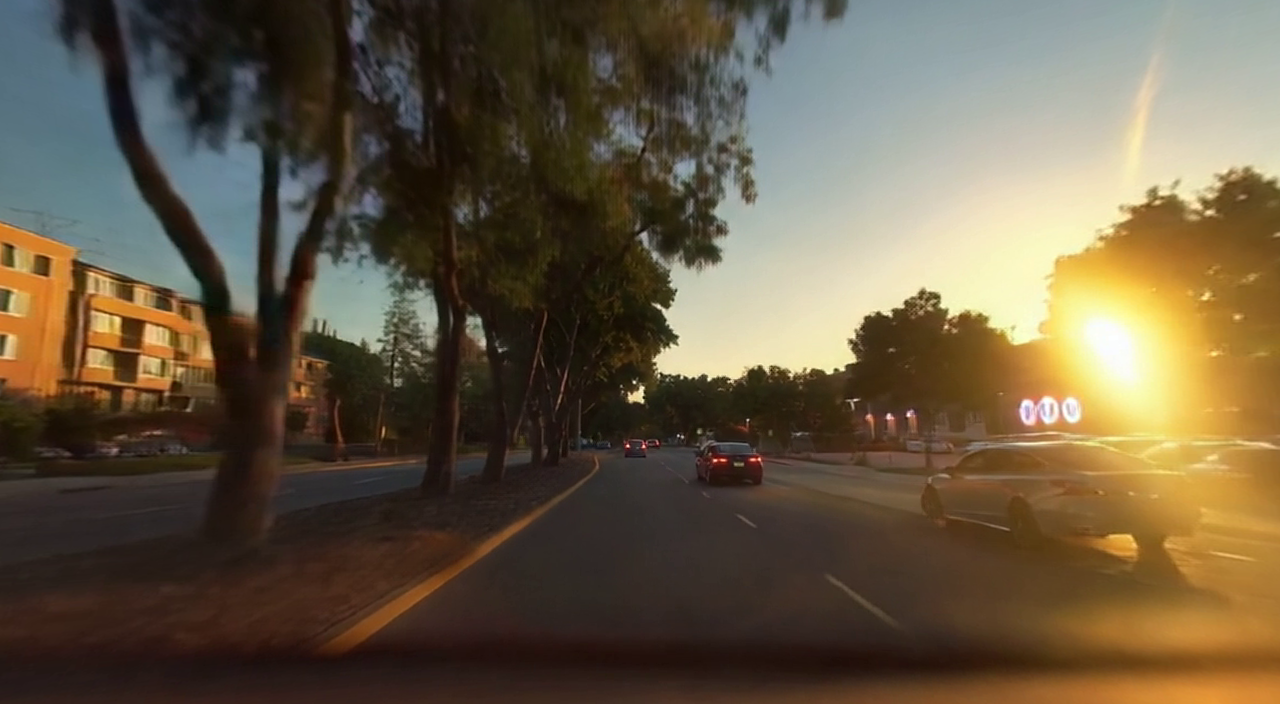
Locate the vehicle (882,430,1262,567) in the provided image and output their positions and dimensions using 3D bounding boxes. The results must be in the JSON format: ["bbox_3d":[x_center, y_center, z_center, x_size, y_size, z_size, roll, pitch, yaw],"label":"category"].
[{"bbox_3d":[5.794,1.984,9.473,2.098,1.507,4.655,1,-9,-6],"label":"vehicle"}]

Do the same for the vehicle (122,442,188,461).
[{"bbox_3d":[-37.998,7.788,49.543,3.747,1.422,1.643,0,-9,-1],"label":"vehicle"}]

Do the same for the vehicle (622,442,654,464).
[{"bbox_3d":[-0.184,6.880,43.161,2.095,1.456,3.873,0,-8,-1],"label":"vehicle"}]

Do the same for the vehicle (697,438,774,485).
[{"bbox_3d":[3.362,3.964,23.233,1.953,1.514,4.672,0,-8,-2],"label":"vehicle"}]

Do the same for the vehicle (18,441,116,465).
[{"bbox_3d":[-37.541,6.624,41.427,4.467,1.473,2.118,-1,-9,4],"label":"vehicle"}]
